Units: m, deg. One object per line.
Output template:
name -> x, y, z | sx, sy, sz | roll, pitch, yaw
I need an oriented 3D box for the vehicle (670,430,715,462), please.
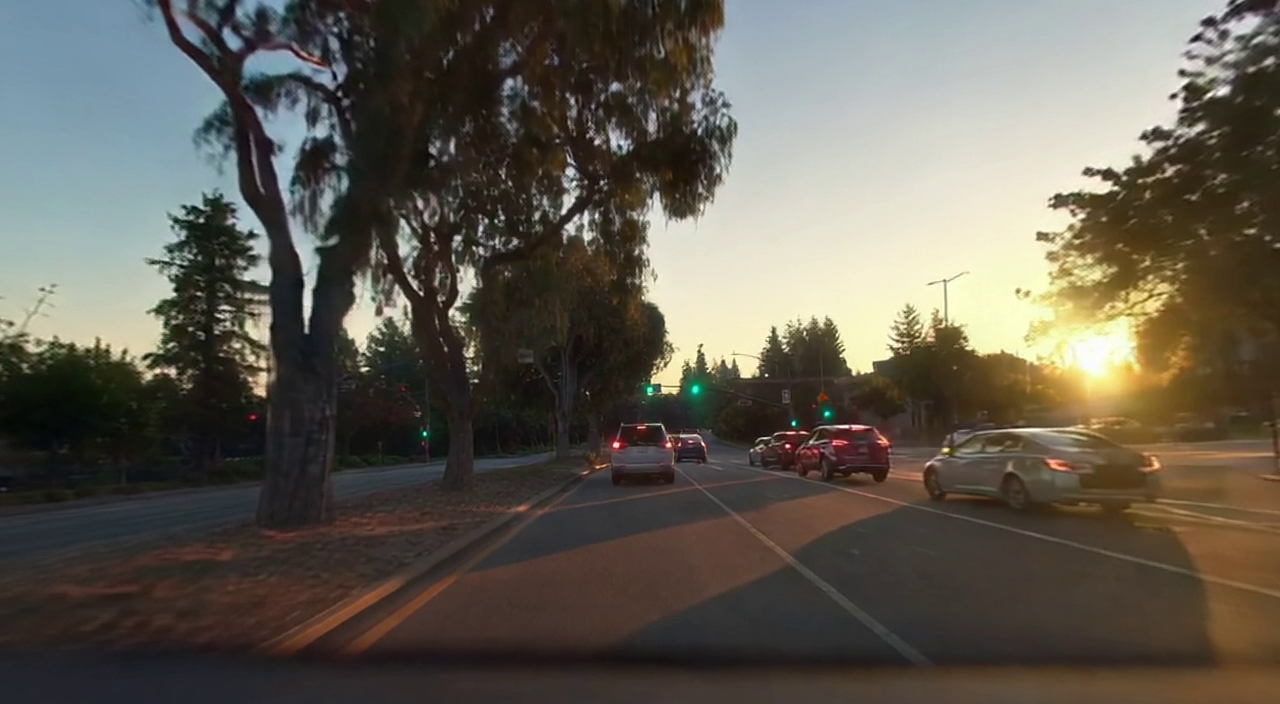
vehicle -> 3.224, 5.882, 39.549 | 2.388, 1.833, 4.506 | 0, -9, -1

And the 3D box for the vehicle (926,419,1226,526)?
vehicle -> 7.353, 2.094, 11.508 | 2.004, 1.504, 4.836 | 0, -9, 0

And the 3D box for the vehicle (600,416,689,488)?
vehicle -> 0.116, 2.988, 18.950 | 2.353, 1.894, 4.122 | 0, -9, 0

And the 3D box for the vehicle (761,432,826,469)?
vehicle -> 7.318, 4.736, 30.534 | 2.025, 1.642, 4.189 | 0, -9, 0

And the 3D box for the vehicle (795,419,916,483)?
vehicle -> 7.066, 3.352, 21.500 | 2.251, 1.873, 5.346 | 0, -9, 0
